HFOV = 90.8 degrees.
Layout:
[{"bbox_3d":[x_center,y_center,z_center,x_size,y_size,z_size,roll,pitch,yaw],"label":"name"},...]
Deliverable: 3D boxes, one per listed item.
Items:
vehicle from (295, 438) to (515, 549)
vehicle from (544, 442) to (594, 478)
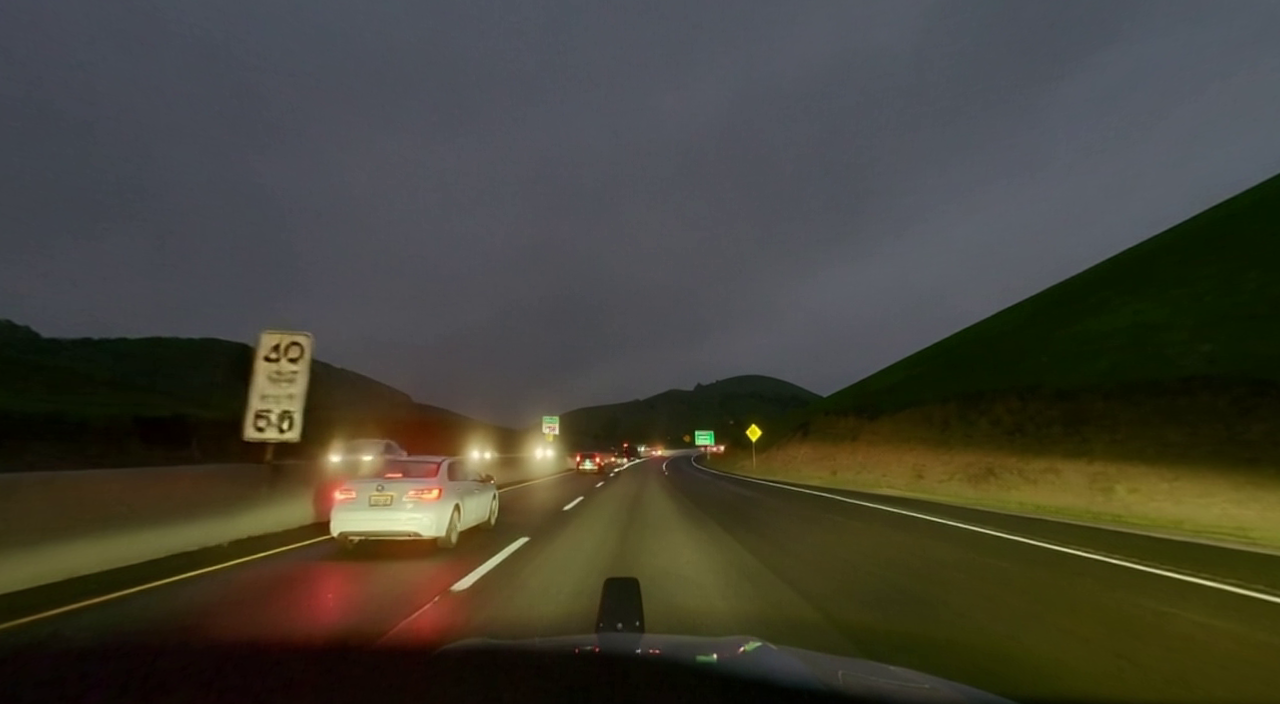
[{"bbox_3d":[-3.572,2.233,10.691,1.988,1.440,4.504,0,-9,0],"label":"vehicle"},{"bbox_3d":[-3.638,5.608,32.966,2.073,1.694,4.162,0,-9,1],"label":"vehicle"}]
